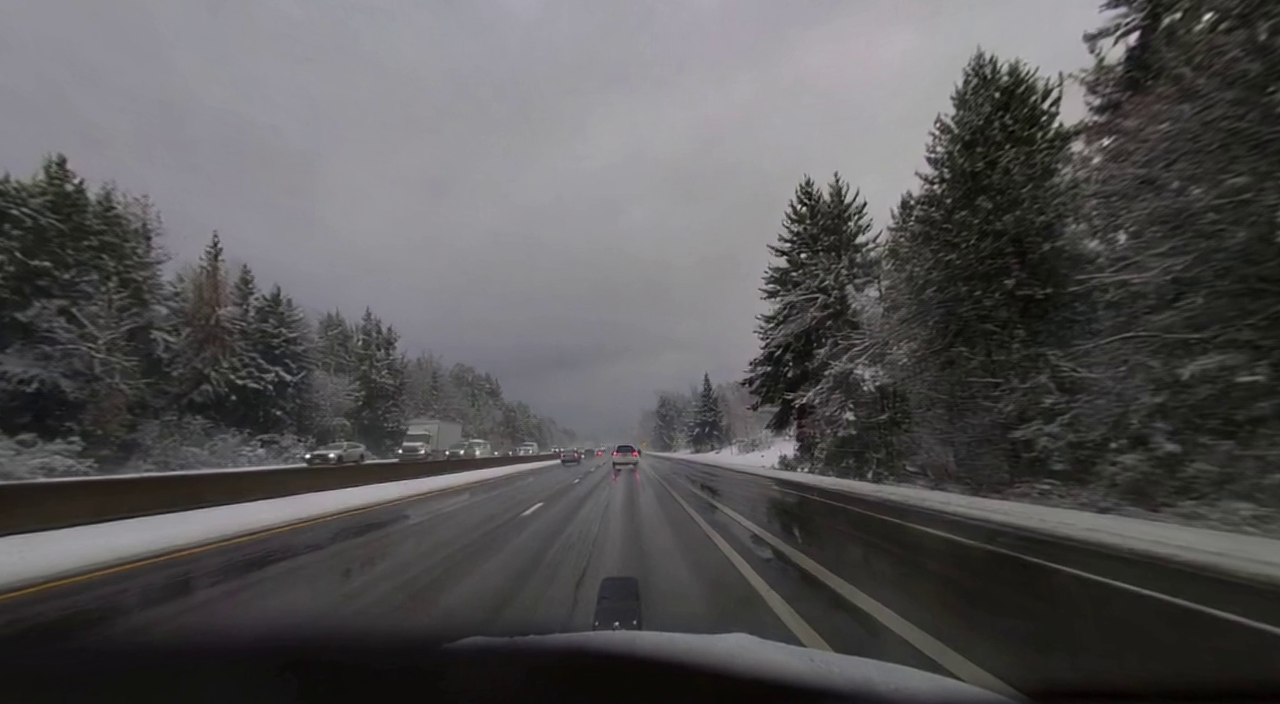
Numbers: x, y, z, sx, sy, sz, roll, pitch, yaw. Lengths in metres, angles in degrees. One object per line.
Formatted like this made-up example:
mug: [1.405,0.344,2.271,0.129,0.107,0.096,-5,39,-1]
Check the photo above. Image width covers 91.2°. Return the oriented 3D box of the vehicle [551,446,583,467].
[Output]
vehicle: [-5.517,7.940,47.697,2.002,1.537,4.269,0,-9,-2]

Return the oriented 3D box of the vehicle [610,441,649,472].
vehicle: [-0.633,6.024,36.190,2.115,1.661,4.049,0,-9,-1]

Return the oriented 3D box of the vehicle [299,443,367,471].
vehicle: [-18.079,6.217,37.186,1.850,1.509,4.482,0,-9,-1]

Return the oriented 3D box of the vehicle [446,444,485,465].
vehicle: [-13.195,7.775,47.520,1.881,1.507,3.991,0,-9,-1]
